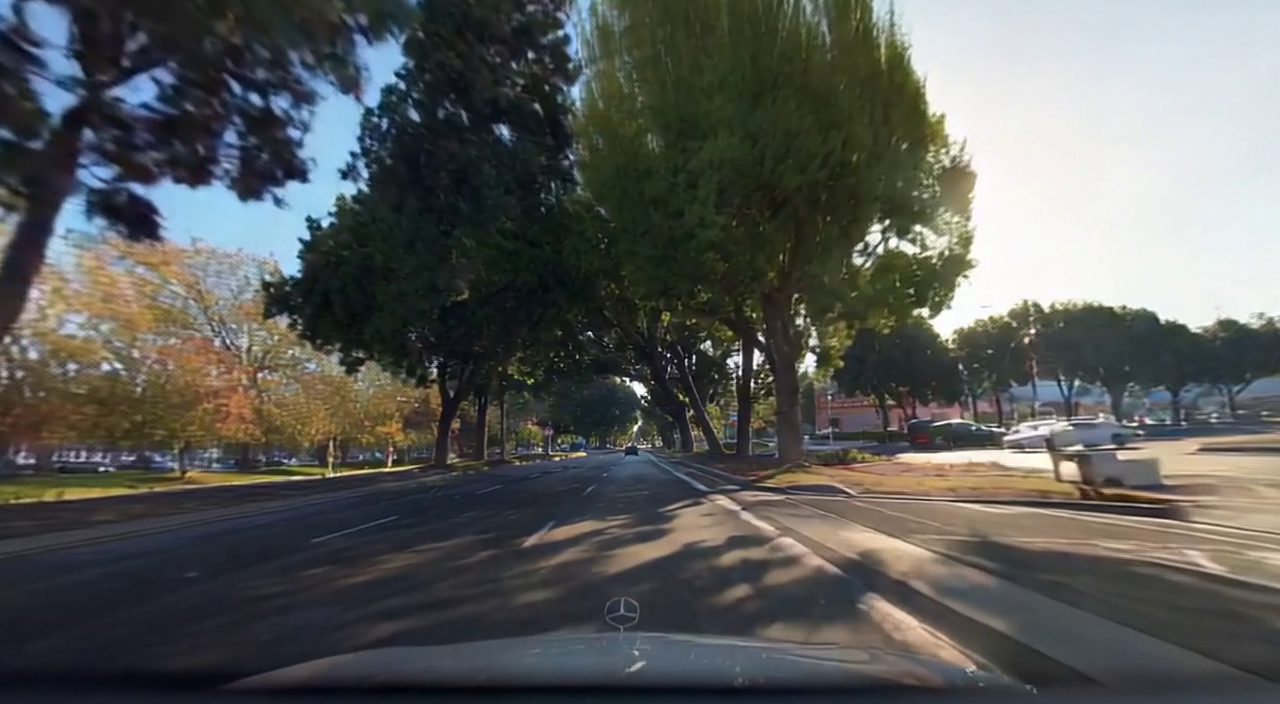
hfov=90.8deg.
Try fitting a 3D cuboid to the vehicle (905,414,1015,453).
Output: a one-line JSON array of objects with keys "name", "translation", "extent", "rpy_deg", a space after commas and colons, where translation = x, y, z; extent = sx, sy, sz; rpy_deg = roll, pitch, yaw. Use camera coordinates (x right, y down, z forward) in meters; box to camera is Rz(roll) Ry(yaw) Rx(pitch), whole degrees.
[{"name": "vehicle", "translation": [22.594, 5.820, 44.901], "extent": [6.347, 2.674, 2.521], "rpy_deg": [0, -8, 1]}]

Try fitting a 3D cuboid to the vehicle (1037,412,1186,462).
[{"name": "vehicle", "translation": [23.325, 4.233, 31.465], "extent": [5.460, 1.980, 2.188], "rpy_deg": [-5, -8, 2]}]
